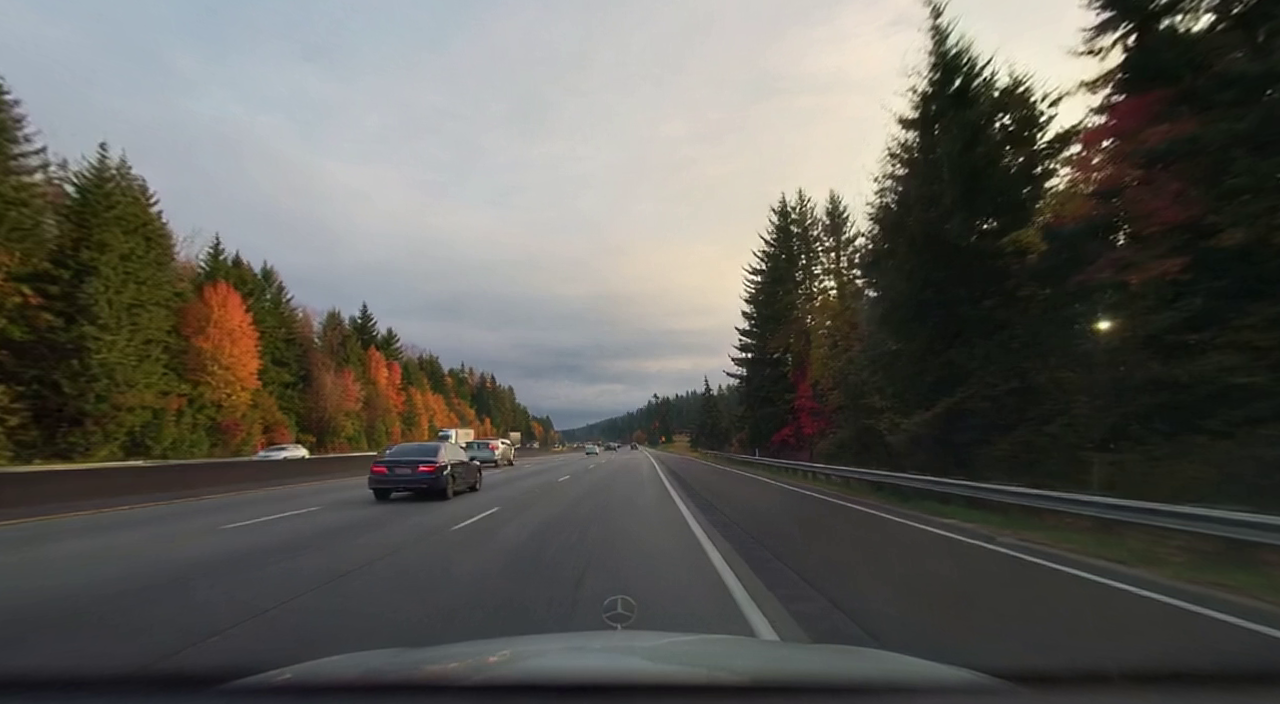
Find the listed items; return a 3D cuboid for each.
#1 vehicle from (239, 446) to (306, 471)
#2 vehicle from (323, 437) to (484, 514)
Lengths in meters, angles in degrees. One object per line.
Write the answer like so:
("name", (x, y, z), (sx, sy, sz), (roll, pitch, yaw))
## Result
("vehicle", (-24.331, 7.040, 41.828), (1.799, 1.465, 4.286), (0, -8, 1))
("vehicle", (-5.166, 2.717, 14.497), (2.004, 1.497, 4.260), (0, -8, 1))
